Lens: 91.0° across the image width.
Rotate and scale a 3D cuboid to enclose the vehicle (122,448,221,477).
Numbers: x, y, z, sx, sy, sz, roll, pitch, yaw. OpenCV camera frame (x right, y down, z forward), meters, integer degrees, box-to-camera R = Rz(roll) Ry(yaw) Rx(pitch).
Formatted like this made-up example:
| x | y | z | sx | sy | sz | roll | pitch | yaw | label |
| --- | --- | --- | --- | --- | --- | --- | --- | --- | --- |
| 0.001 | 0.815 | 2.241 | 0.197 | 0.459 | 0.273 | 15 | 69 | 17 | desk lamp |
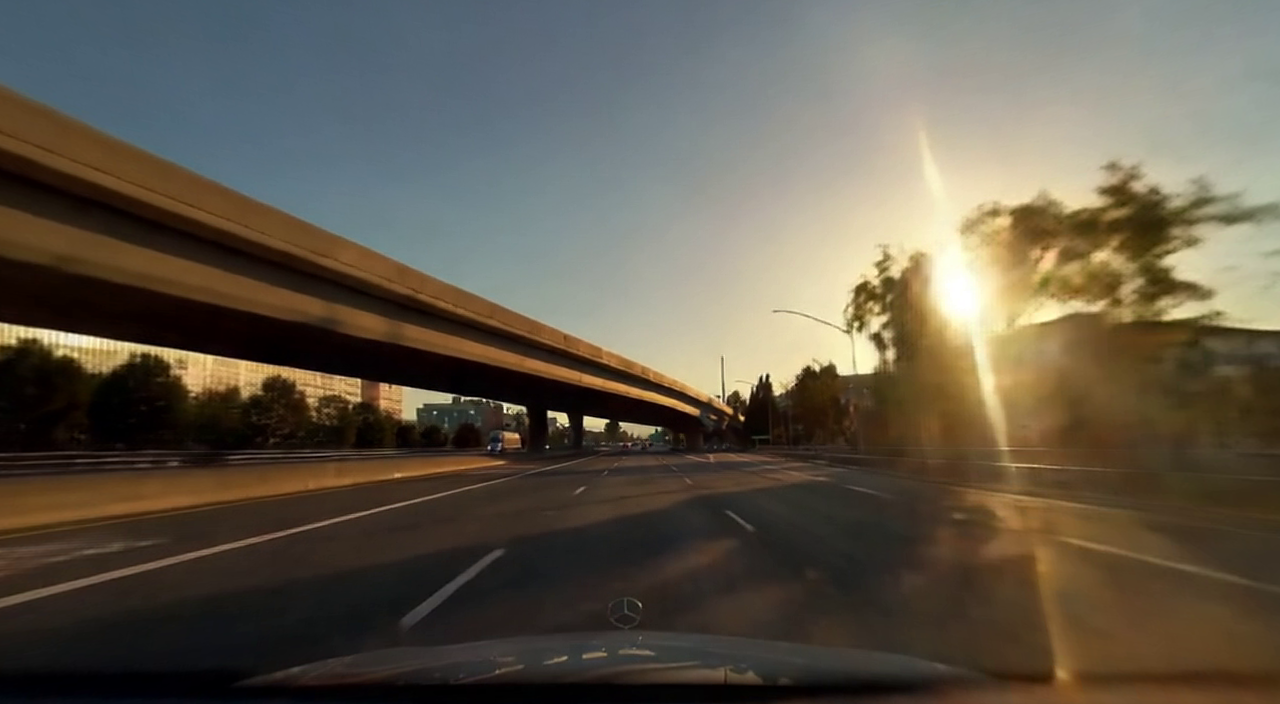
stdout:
| x | y | z | sx | sy | sz | roll | pitch | yaw | label |
| --- | --- | --- | --- | --- | --- | --- | --- | --- | --- |
| -26.130 | 6.145 | 35.363 | 1.881 | 1.496 | 4.560 | 0 | -9 | 3 | vehicle |
